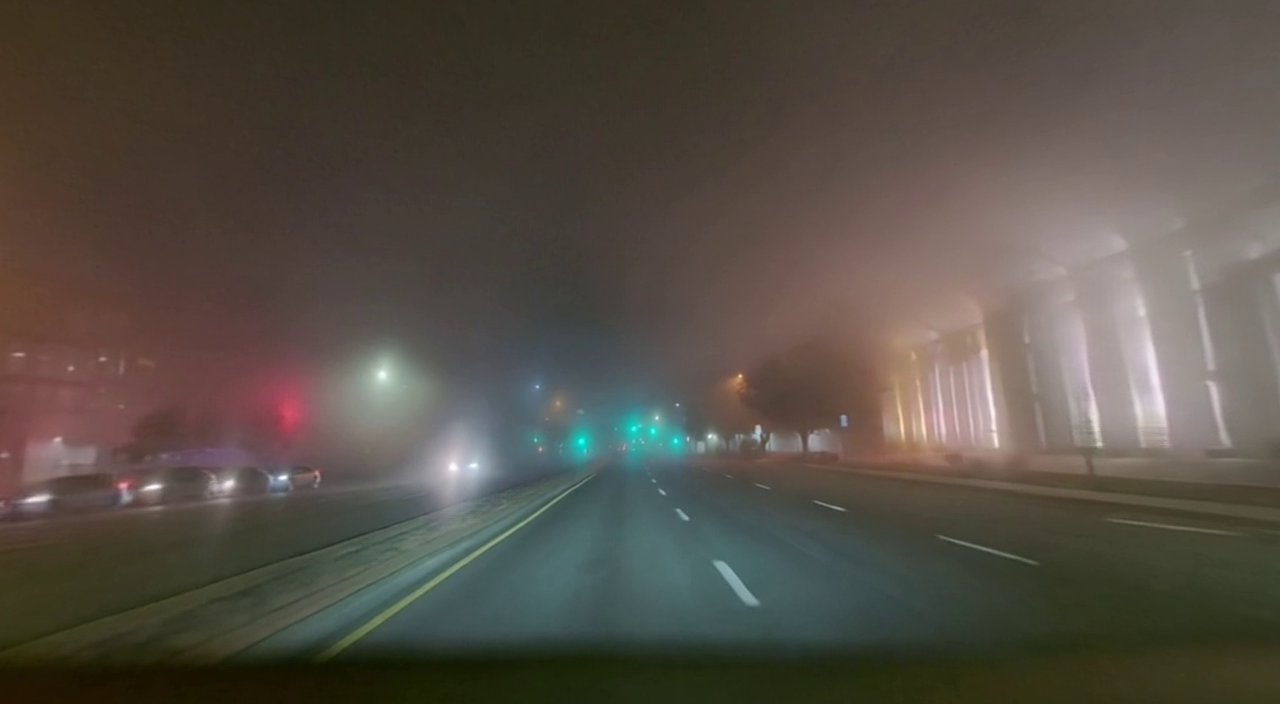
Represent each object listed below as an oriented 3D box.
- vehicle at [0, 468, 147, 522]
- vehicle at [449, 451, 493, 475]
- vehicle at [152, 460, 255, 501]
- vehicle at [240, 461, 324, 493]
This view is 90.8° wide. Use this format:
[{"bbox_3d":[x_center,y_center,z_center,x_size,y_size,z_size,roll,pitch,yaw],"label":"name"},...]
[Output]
[{"bbox_3d":[-19.862,4.853,21.852,1.856,1.479,4.554,0,-9,1],"label":"vehicle"},{"bbox_3d":[-12.172,8.012,45.795,1.918,1.546,4.683,0,-9,0],"label":"vehicle"},{"bbox_3d":[-20.008,5.874,29.214,1.815,1.629,4.123,0,-9,-1],"label":"vehicle"},{"bbox_3d":[-20.022,6.975,35.627,1.870,1.486,5.031,-1,-8,-1],"label":"vehicle"}]
